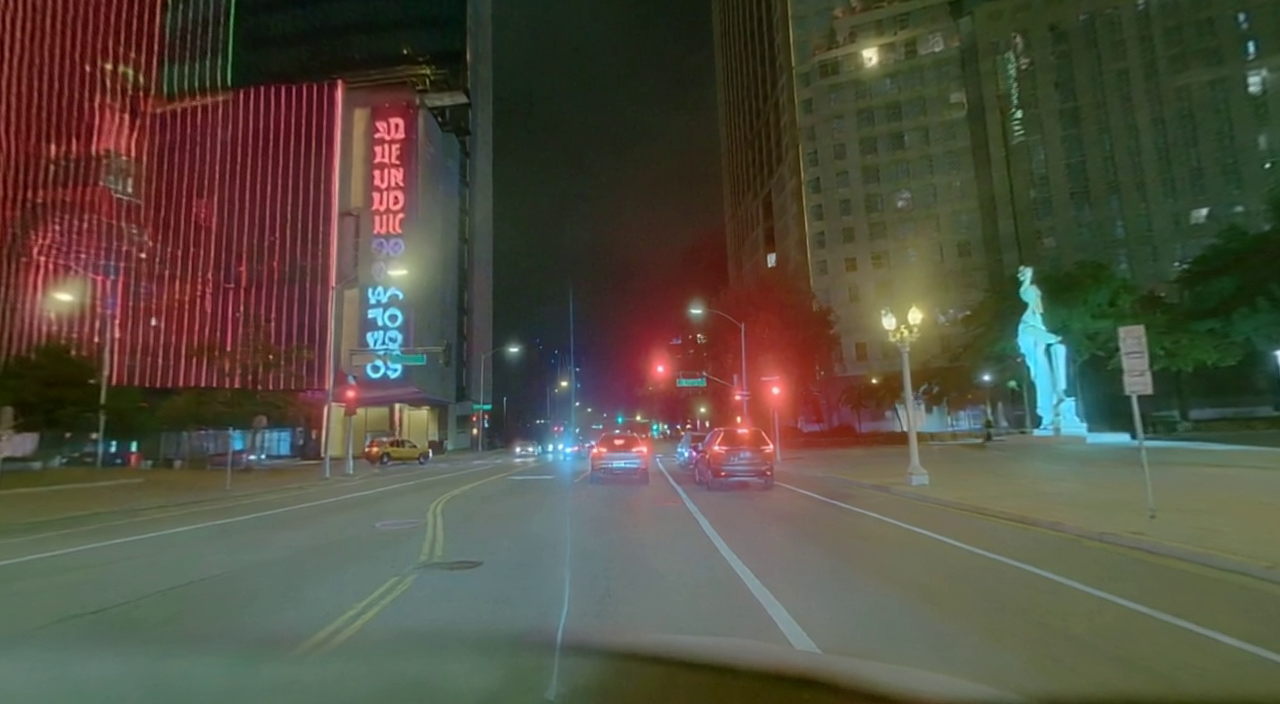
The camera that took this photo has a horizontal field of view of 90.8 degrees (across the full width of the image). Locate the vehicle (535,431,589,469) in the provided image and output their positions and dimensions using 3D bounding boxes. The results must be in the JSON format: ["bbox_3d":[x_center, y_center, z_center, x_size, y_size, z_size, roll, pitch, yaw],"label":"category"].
[{"bbox_3d":[-3.556,4.569,29.673,2.045,1.633,4.864,0,-8,-2],"label":"vehicle"}]

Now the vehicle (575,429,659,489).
[{"bbox_3d":[-0.583,2.968,17.907,2.096,1.492,4.071,0,-8,0],"label":"vehicle"}]

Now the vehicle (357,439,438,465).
[{"bbox_3d":[-17.089,7.049,44.669,4.855,1.769,2.071,0,-8,0],"label":"vehicle"}]

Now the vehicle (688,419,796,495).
[{"bbox_3d":[2.594,2.807,17.255,2.096,1.775,4.440,0,-8,-1],"label":"vehicle"}]
